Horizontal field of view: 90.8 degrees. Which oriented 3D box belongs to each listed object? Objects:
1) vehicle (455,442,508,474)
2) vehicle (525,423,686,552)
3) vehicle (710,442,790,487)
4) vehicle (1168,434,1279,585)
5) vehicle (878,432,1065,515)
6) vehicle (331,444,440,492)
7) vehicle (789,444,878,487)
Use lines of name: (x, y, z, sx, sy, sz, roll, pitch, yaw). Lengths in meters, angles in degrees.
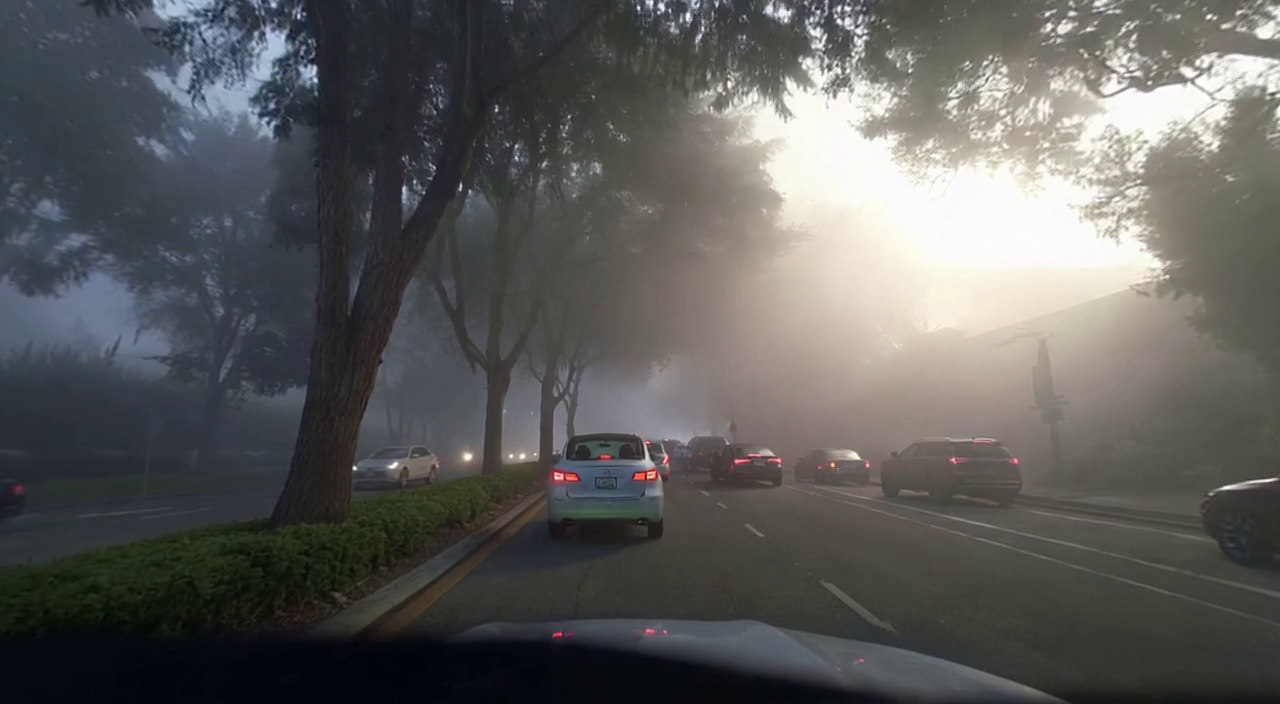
vehicle: (-8.887, 5.975, 35.762, 1.920, 1.663, 4.036, 0, -8, 1)
vehicle: (-0.523, 2.049, 10.200, 2.106, 1.655, 3.717, 0, -8, -2)
vehicle: (3.898, 4.068, 23.206, 2.175, 1.477, 4.520, 0, -8, 1)
vehicle: (7.417, 1.419, 5.217, 1.995, 1.517, 5.006, -1, -8, 3)
vehicle: (7.724, 2.852, 15.353, 2.168, 1.709, 4.289, 0, -8, 0)
vehicle: (-8.851, 4.049, 22.495, 1.938, 1.513, 4.593, 0, -8, 1)
vehicle: (7.161, 4.228, 23.924, 1.977, 1.485, 4.308, 0, -8, 0)
